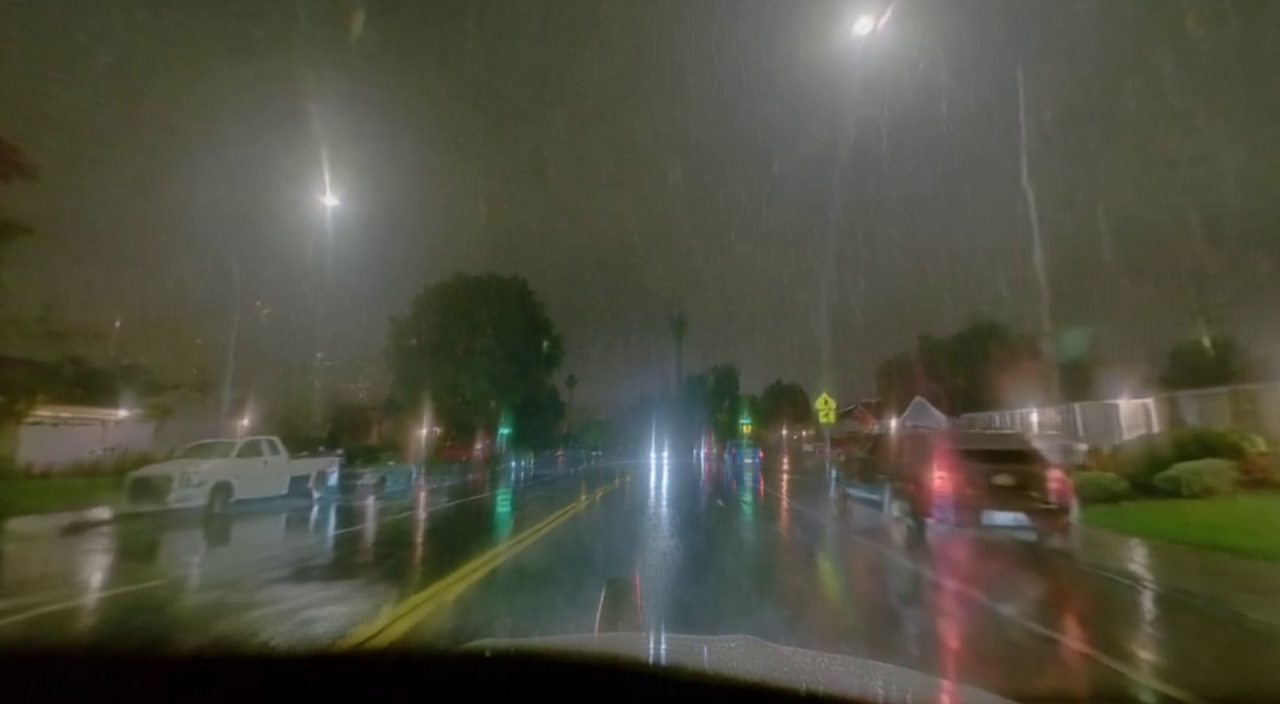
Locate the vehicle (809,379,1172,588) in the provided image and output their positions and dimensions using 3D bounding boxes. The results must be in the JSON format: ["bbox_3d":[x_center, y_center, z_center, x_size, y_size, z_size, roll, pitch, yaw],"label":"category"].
[{"bbox_3d":[4.753,1.910,10.350,2.574,2.156,6.672,2,-8,4],"label":"vehicle"}]

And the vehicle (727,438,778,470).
[{"bbox_3d":[7.138,6.533,40.581,1.954,1.732,6.409,4,-8,-1],"label":"vehicle"}]

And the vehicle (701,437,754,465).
[{"bbox_3d":[6.522,7.491,47.841,2.402,1.889,6.910,4,-9,-5],"label":"vehicle"}]

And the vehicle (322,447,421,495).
[{"bbox_3d":[-10.178,4.498,24.174,1.967,1.488,4.216,-5,-9,-1],"label":"vehicle"}]

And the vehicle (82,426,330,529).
[{"bbox_3d":[-10.695,3.109,16.279,2.450,1.998,5.367,-5,-9,3],"label":"vehicle"}]
